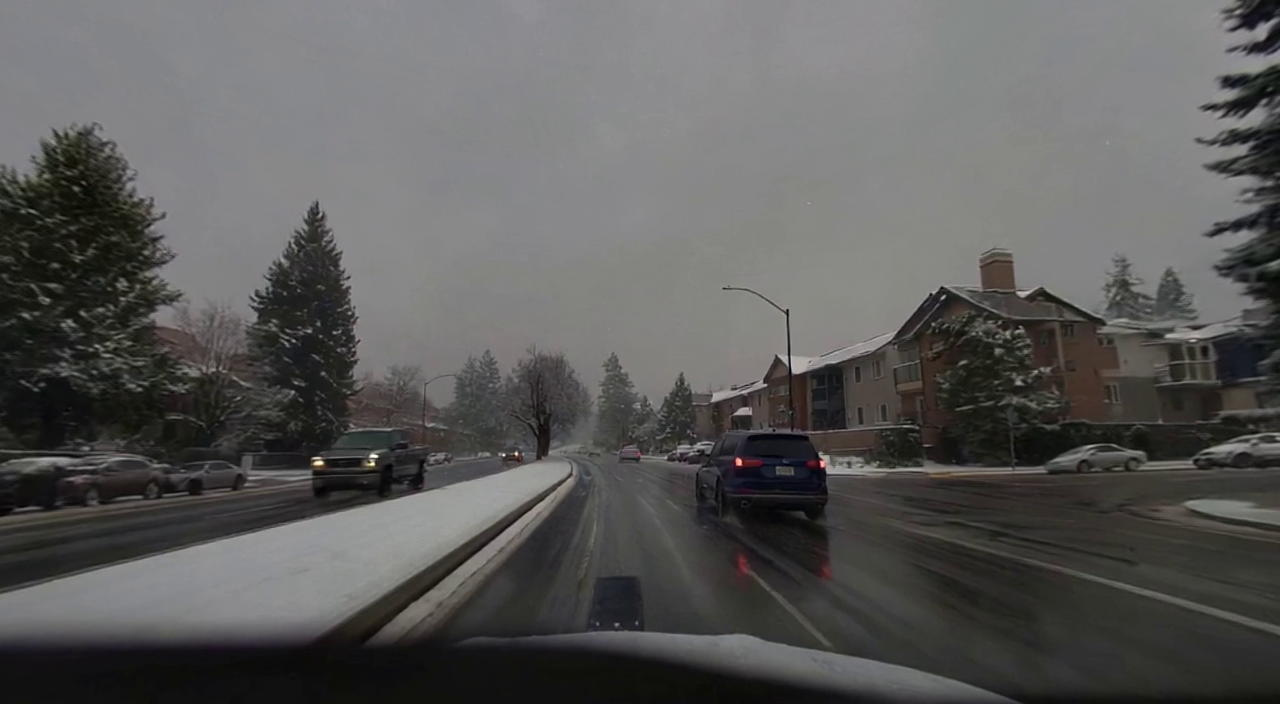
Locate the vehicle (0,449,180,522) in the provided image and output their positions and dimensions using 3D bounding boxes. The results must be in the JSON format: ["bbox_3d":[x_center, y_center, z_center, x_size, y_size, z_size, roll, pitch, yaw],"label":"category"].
[{"bbox_3d":[-17.980,4.147,20.405,2.165,1.964,5.675,0,-8,-3],"label":"vehicle"}]

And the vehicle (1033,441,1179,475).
[{"bbox_3d":[20.703,4.738,28.240,4.825,1.434,2.097,-1,-9,2],"label":"vehicle"}]

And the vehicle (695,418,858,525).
[{"bbox_3d":[2.483,2.323,12.844,2.085,1.763,4.490,0,-9,-3],"label":"vehicle"}]

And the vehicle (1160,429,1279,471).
[{"bbox_3d":[26.722,4.381,28.358,4.844,1.806,2.020,-1,-9,2],"label":"vehicle"}]

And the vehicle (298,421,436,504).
[{"bbox_3d":[-8.535,3.492,20.423,2.440,2.323,4.874,0,-9,-3],"label":"vehicle"}]

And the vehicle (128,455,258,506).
[{"bbox_3d":[-18.071,5.171,25.917,2.078,1.612,4.798,-1,-7,-4],"label":"vehicle"}]
